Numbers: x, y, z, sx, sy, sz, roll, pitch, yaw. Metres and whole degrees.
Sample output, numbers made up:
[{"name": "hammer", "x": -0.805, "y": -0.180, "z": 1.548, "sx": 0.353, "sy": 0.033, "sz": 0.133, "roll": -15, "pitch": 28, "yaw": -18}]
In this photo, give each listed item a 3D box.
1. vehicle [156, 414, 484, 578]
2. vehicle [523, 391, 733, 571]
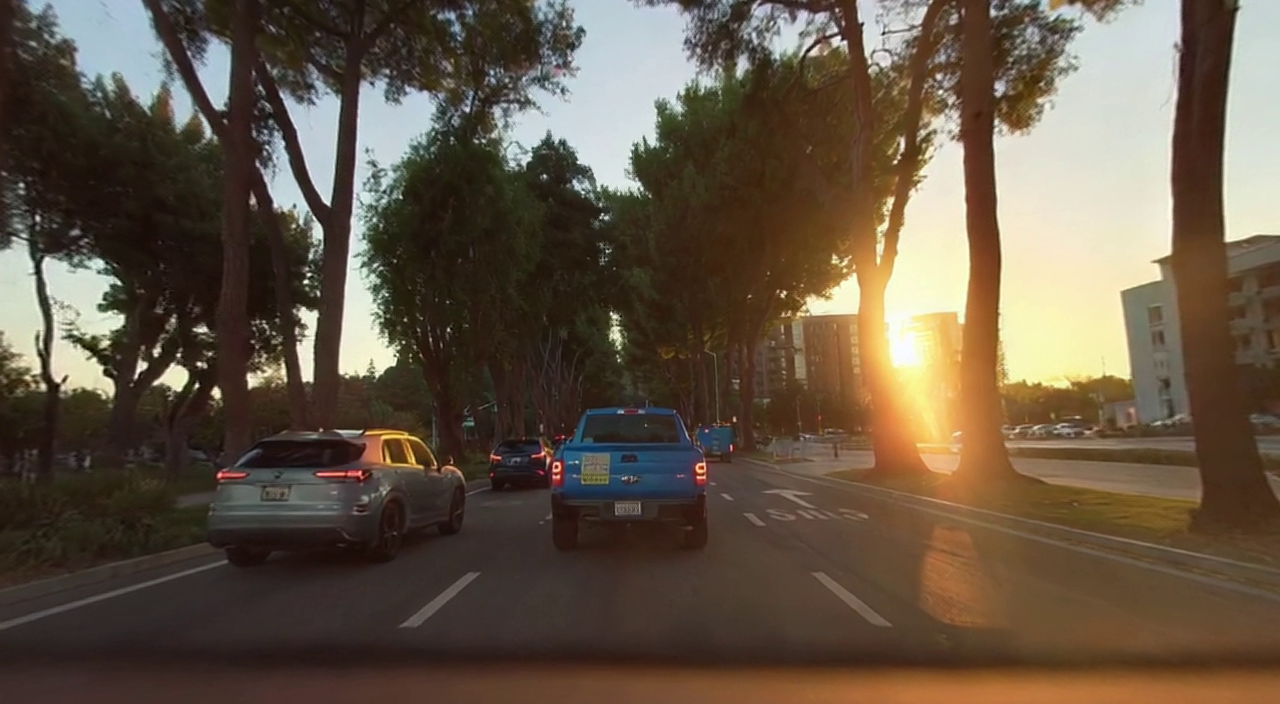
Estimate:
[{"name": "vehicle", "x": -3.767, "y": 1.772, "z": 8.654, "sx": 1.959, "sy": 1.614, "sz": 4.676, "roll": 0, "pitch": -8, "yaw": 1}, {"name": "vehicle", "x": -0.103, "y": 1.575, "z": 8.343, "sx": 2.075, "sy": 1.770, "sz": 4.018, "roll": 0, "pitch": -8, "yaw": 0}]
